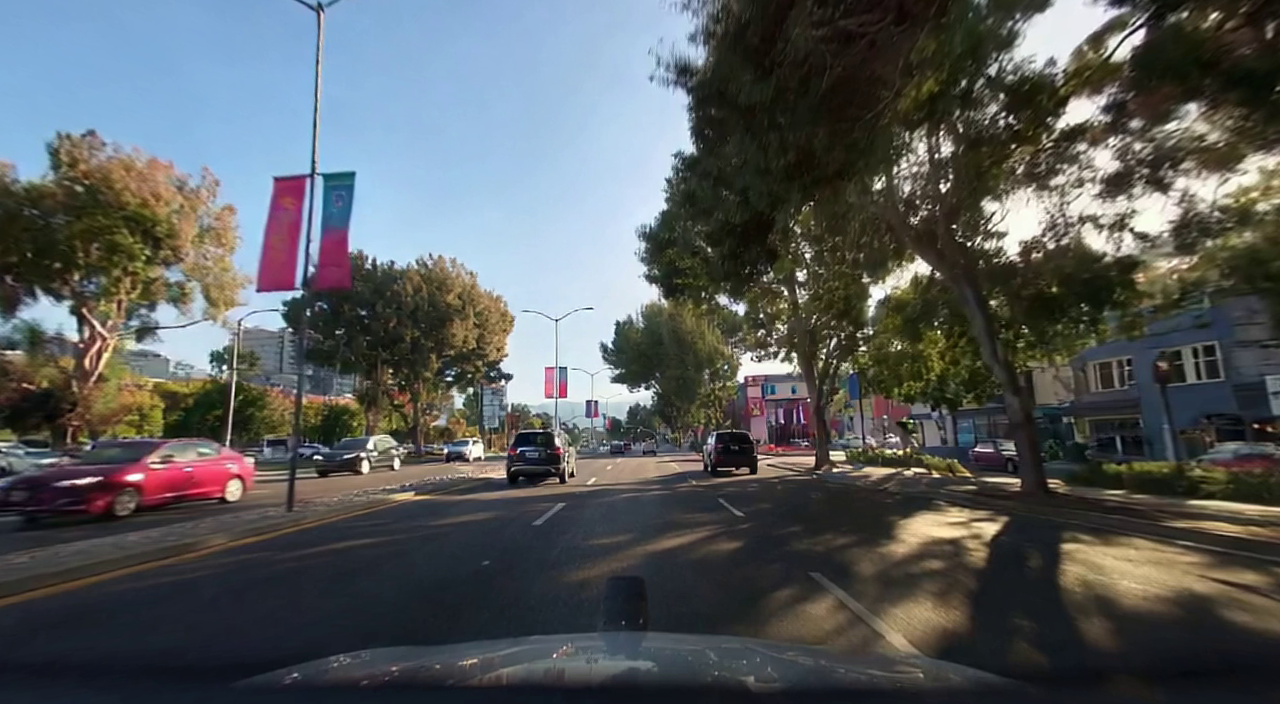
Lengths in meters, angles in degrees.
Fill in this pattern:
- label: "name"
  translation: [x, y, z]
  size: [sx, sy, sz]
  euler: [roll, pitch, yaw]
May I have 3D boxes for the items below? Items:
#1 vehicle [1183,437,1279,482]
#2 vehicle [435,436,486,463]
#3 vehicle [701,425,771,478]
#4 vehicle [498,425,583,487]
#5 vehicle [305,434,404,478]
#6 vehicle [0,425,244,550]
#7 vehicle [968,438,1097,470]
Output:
- label: "vehicle"
  translation: [23.103, 3.906, 23.057]
  size: [4.497, 1.452, 1.944]
  euler: [-1, -8, -1]
- label: "vehicle"
  translation: [-11.978, 6.539, 42.212]
  size: [2.023, 1.729, 4.478]
  euler: [0, -8, 1]
- label: "vehicle"
  translation: [3.753, 3.977, 25.273]
  size: [2.024, 1.921, 4.431]
  euler: [0, -8, -1]
- label: "vehicle"
  translation: [-3.119, 3.374, 20.645]
  size: [2.014, 1.775, 4.404]
  euler: [0, -8, 1]
- label: "vehicle"
  translation: [-12.006, 4.392, 26.750]
  size: [1.998, 1.705, 4.465]
  euler: [0, -8, 2]
- label: "vehicle"
  translation: [-8.690, 1.965, 9.657]
  size: [2.022, 1.483, 4.909]
  euler: [-2, -8, 0]
- label: "vehicle"
  translation: [18.475, 4.812, 29.744]
  size: [4.642, 1.450, 2.087]
  euler: [0, -8, 2]
